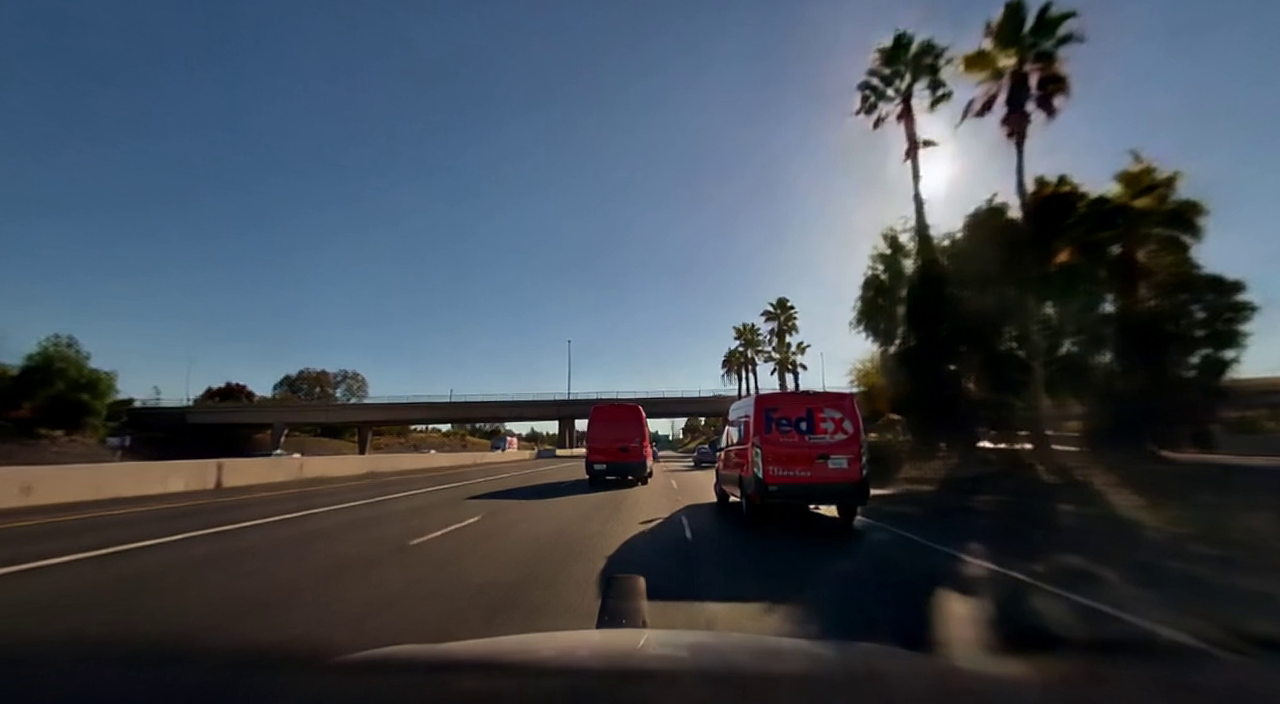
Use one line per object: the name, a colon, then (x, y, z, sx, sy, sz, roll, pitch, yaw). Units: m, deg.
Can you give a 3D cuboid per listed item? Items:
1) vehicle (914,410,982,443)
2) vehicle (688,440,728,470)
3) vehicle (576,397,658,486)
vehicle: (22.192, 5.467, 45.560, 2.445, 2.240, 5.659, -1, -8, 4)
vehicle: (3.940, 6.031, 37.052, 1.987, 1.648, 3.984, 0, -8, 1)
vehicle: (-0.651, 3.236, 22.604, 2.476, 2.776, 5.598, 0, -8, 3)
